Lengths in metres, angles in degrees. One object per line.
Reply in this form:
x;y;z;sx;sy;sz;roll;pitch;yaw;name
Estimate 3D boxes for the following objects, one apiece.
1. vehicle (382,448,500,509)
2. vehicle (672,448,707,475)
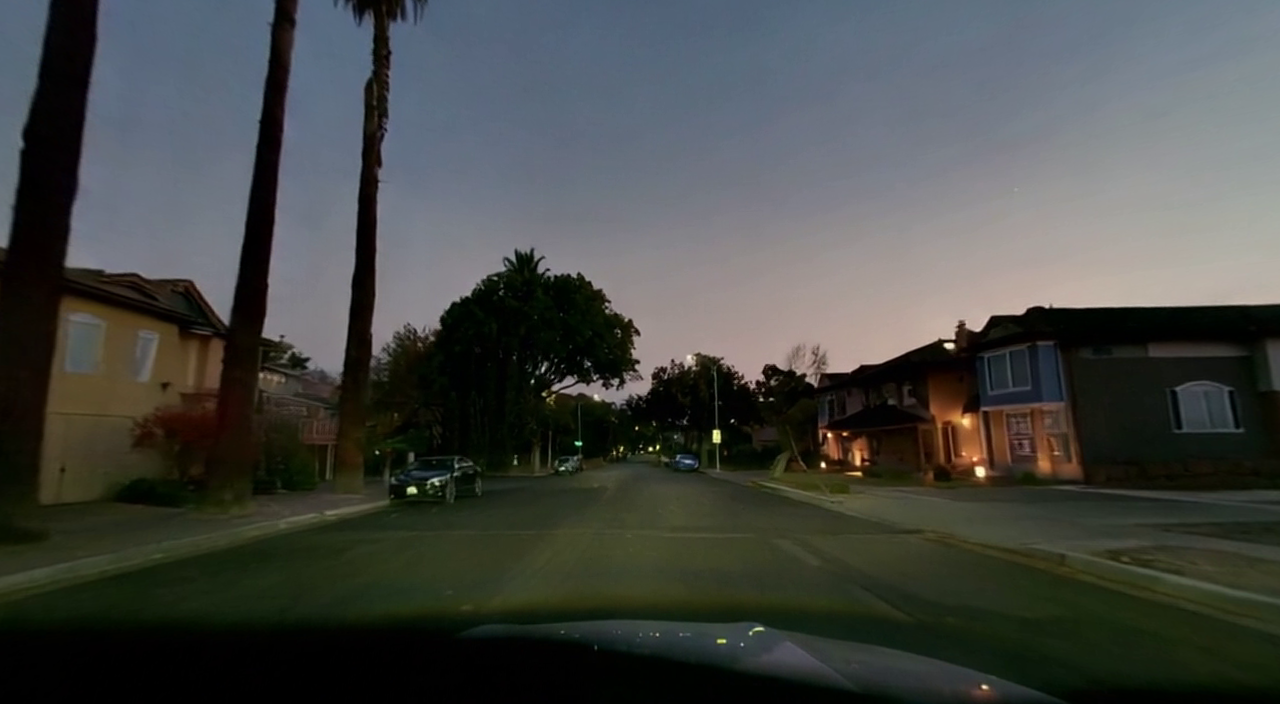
-5.717;3.661;18.881;2.079;1.486;4.877;-2;-8;-2;vehicle
3.564;7.954;46.141;1.976;1.771;4.377;3;-9;-2;vehicle
